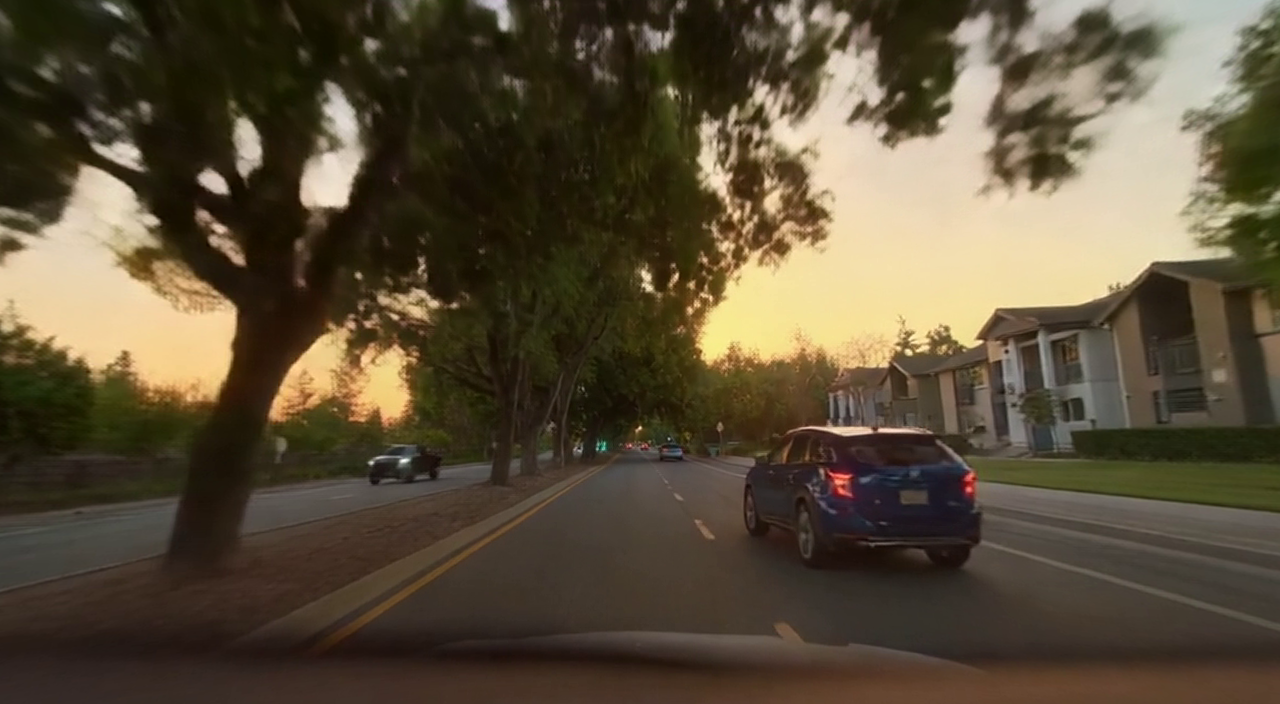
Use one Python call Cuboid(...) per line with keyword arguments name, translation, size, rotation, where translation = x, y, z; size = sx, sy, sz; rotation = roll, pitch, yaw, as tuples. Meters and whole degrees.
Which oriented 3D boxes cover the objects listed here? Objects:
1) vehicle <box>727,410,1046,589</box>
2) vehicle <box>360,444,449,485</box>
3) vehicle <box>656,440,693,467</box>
Cuboid(name="vehicle", translation=(2.565, 1.675, 8.036), size=(2.066, 1.603, 4.475), rotation=(0, -9, -3))
Cuboid(name="vehicle", translation=(-11.761, 5.633, 32.087), size=(2.248, 1.858, 5.854), rotation=(0, -9, 0))
Cuboid(name="vehicle", translation=(2.305, 6.895, 43.107), size=(2.164, 1.725, 4.285), rotation=(0, -9, -1))
